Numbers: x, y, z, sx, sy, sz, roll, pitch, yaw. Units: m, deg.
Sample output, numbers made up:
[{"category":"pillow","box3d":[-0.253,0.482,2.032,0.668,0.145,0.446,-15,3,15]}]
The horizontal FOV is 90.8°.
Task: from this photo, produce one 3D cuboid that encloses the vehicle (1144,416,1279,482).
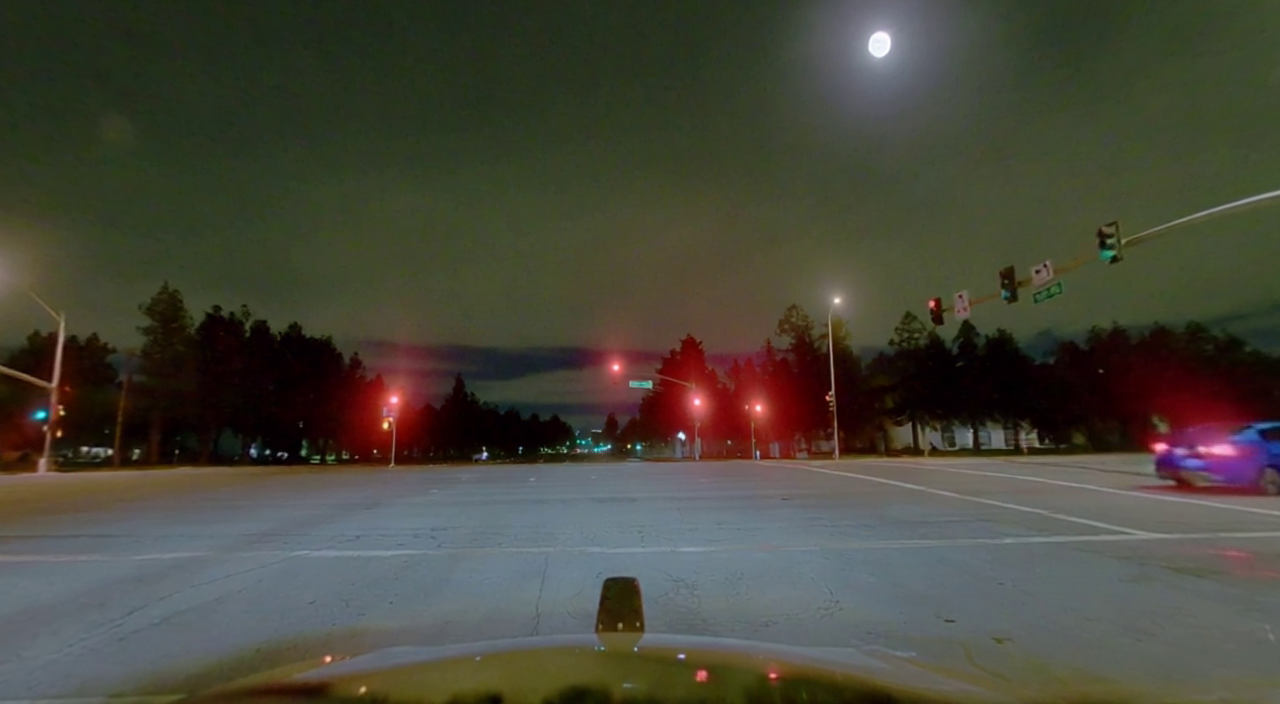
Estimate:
[{"category":"vehicle","box3d":[15.061,2.279,14.938,4.736,1.445,1.933,0,-8,-4]}]
